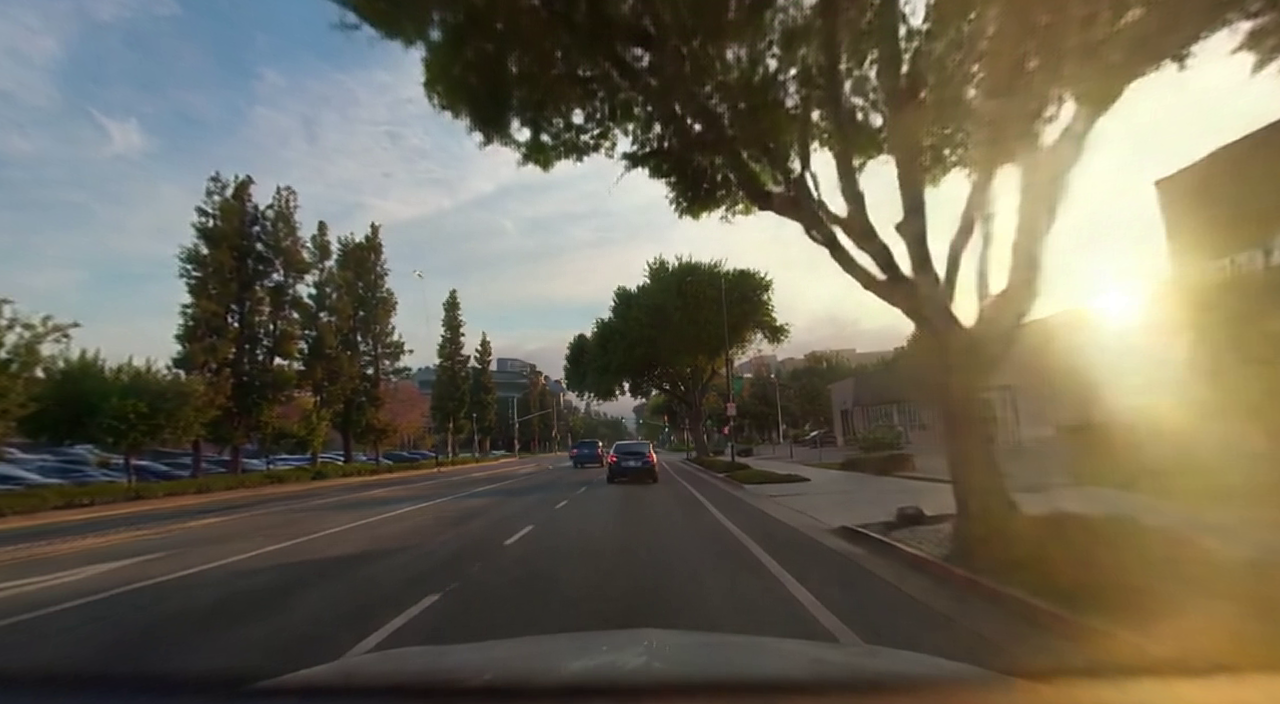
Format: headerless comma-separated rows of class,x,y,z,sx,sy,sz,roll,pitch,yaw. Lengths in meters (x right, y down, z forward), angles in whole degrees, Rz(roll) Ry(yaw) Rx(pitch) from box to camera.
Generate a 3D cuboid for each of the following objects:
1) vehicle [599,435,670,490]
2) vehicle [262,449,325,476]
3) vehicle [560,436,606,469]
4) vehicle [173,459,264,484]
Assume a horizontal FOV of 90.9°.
vehicle,-0.149,3.613,21.026,2.108,1.612,4.246,0,-8,0
vehicle,-24.489,7.804,44.747,1.791,1.724,4.432,0,-8,2
vehicle,-3.303,5.975,37.727,2.064,1.859,5.154,0,-8,2
vehicle,-26.339,7.450,39.442,4.553,1.479,1.768,-1,-9,7
